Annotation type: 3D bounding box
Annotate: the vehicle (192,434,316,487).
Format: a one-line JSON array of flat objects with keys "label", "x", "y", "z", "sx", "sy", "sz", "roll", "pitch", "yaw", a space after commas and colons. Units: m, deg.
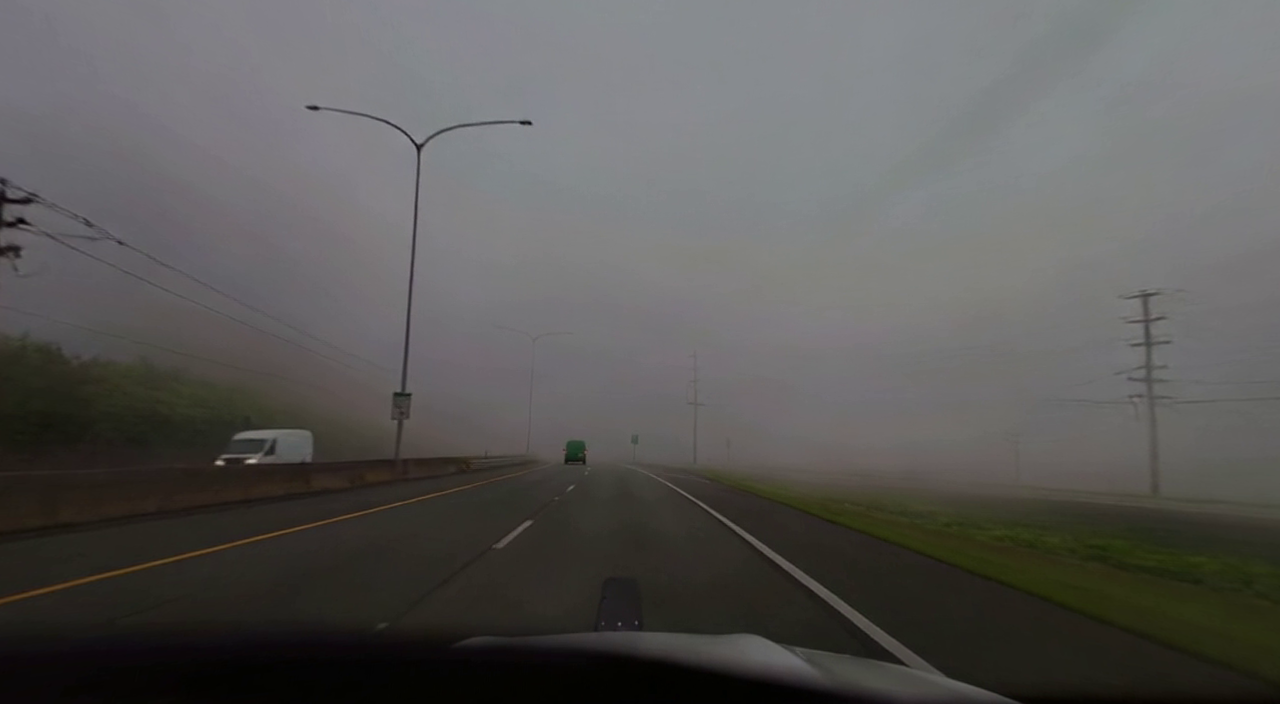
[{"label": "vehicle", "x": -14.680, "y": 4.137, "z": 24.265, "sx": 2.084, "sy": 1.806, "sz": 4.332, "roll": 0, "pitch": -9, "yaw": -2}]
